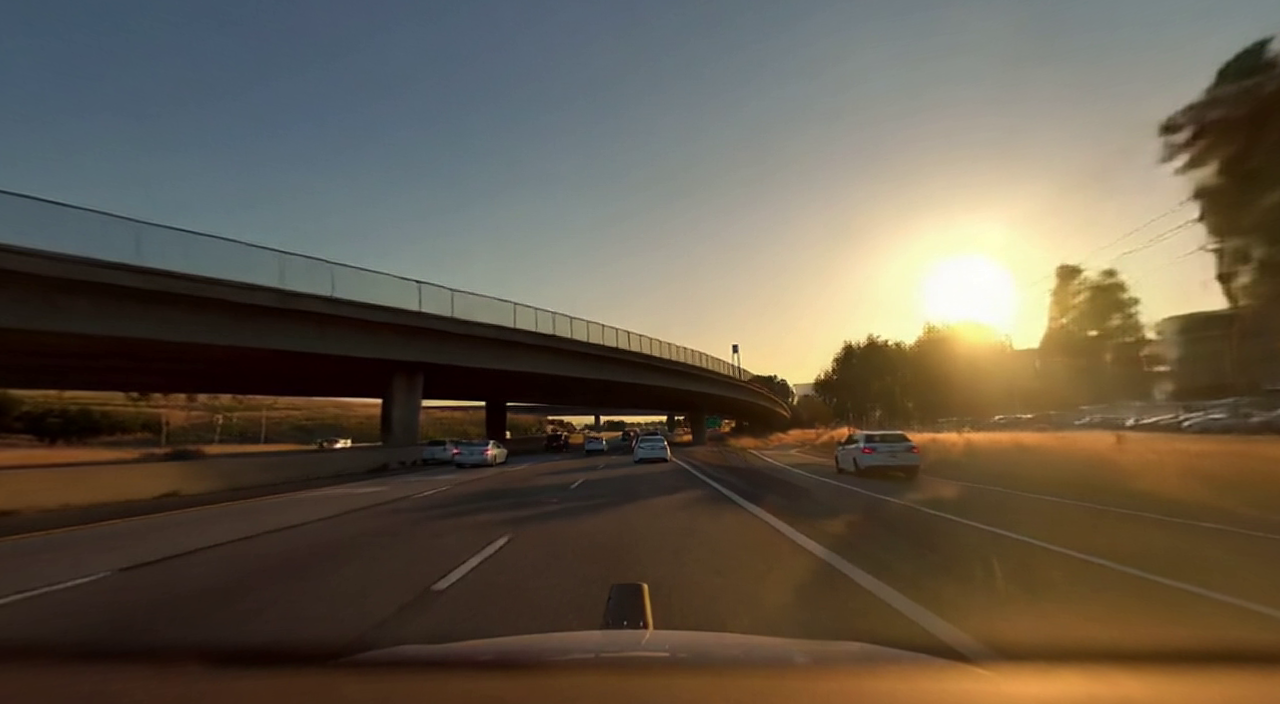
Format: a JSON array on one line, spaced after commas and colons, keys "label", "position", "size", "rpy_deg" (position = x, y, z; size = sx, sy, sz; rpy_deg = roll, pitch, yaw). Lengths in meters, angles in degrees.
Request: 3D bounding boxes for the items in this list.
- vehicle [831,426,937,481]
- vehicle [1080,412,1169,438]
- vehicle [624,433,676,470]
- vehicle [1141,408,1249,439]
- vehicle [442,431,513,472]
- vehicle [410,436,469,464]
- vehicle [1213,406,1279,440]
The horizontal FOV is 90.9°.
[{"label": "vehicle", "position": [8.172, 3.454, 21.644], "size": [2.095, 1.674, 4.530], "rpy_deg": [-1, -9, 4]}, {"label": "vehicle", "position": [30.090, 4.618, 39.367], "size": [1.926, 1.468, 5.111], "rpy_deg": [-1, -9, 6]}, {"label": "vehicle", "position": [0.394, 4.423, 28.037], "size": [2.145, 1.493, 4.146], "rpy_deg": [0, -9, 0]}, {"label": "vehicle", "position": [29.517, 3.894, 33.776], "size": [1.842, 1.460, 4.810], "rpy_deg": [-1, -9, 7]}, {"label": "vehicle", "position": [-7.281, 4.506, 28.705], "size": [2.067, 1.682, 4.388], "rpy_deg": [0, -9, 0]}, {"label": "vehicle", "position": [-11.514, 5.676, 36.555], "size": [1.858, 1.491, 4.734], "rpy_deg": [0, -9, 0]}, {"label": "vehicle", "position": [28.753, 3.241, 28.478], "size": [1.797, 1.435, 4.566], "rpy_deg": [-1, -9, 6]}]
